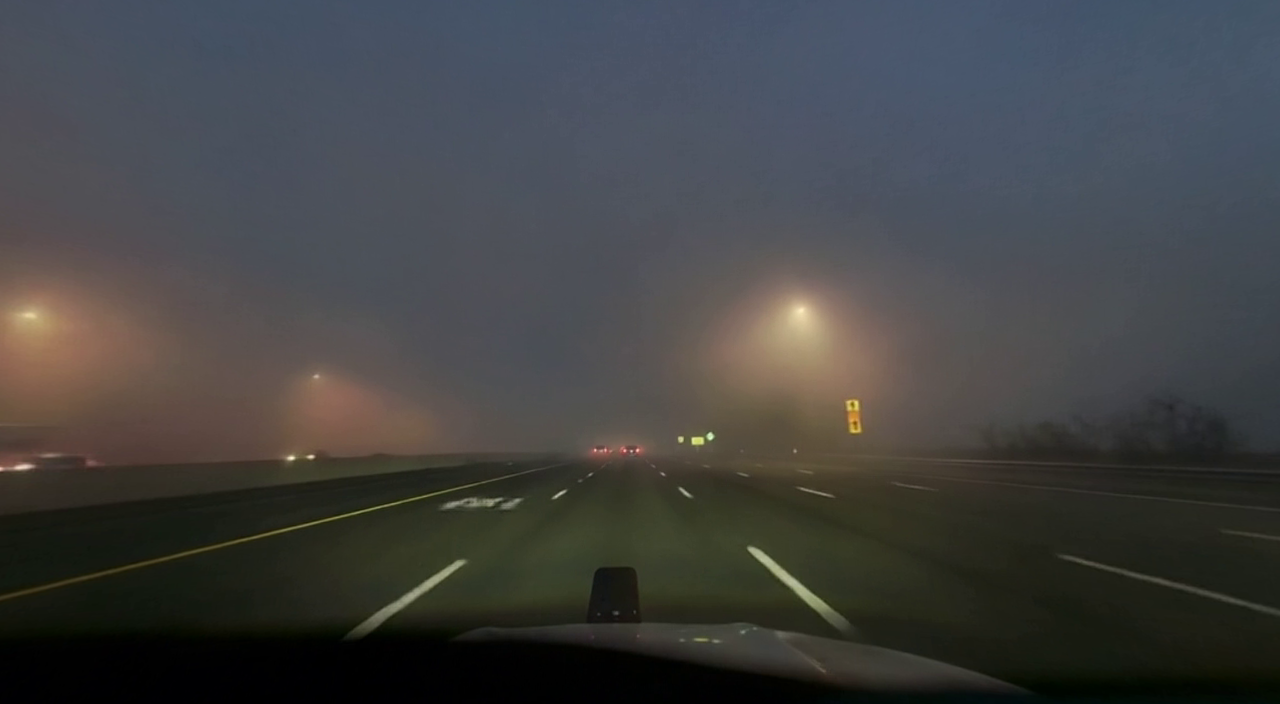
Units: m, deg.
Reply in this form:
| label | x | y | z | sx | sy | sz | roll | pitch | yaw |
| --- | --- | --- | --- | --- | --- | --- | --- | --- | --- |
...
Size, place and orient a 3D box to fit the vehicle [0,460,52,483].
| label | x | y | z | sx | sy | sz | roll | pitch | yaw |
| --- | --- | --- | --- | --- | --- | --- | --- | --- | --- |
| vehicle | -42.580 | 8.066 | 42.649 | 1.756 | 1.437 | 4.174 | 0 | -9 | 0 |
